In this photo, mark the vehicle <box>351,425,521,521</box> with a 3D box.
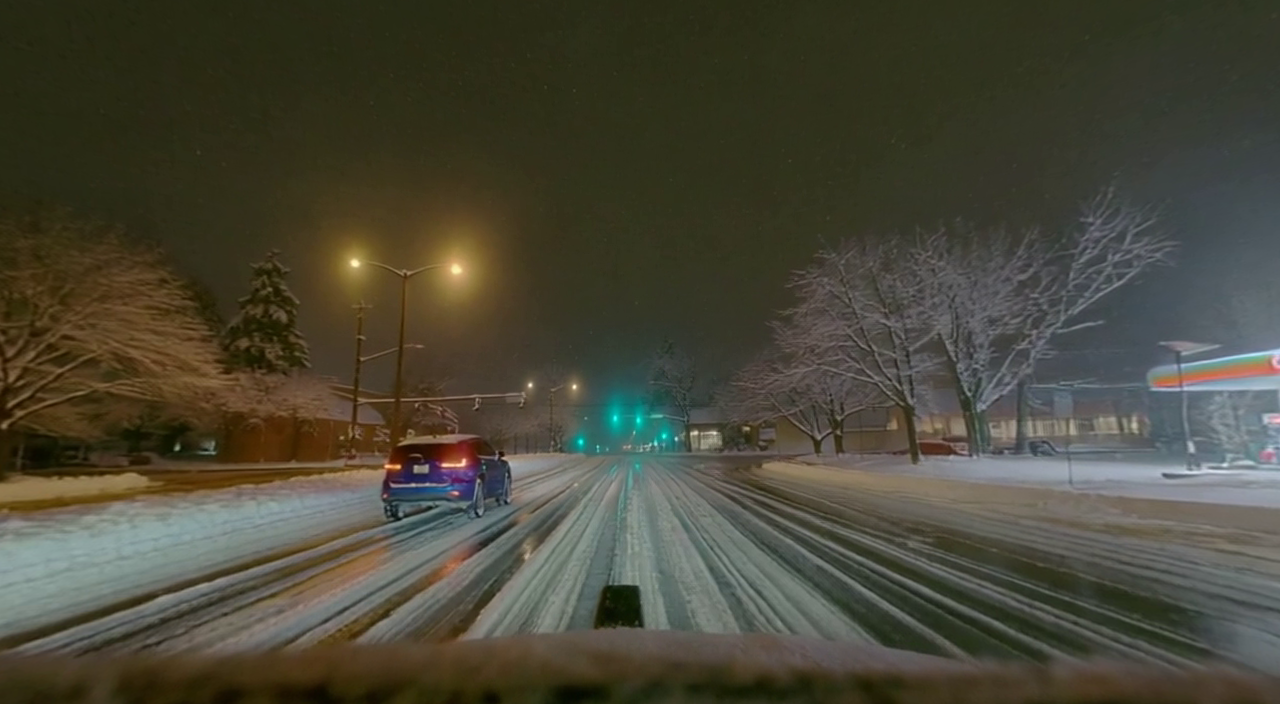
[{"bbox_3d":[-4.017,2.469,13.415,2.039,1.656,4.710,0,-9,0],"label":"vehicle"}]

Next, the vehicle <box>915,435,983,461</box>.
[{"bbox_3d":[18.257,5.701,37.490,1.831,1.442,5.072,-1,-9,4],"label":"vehicle"}]
